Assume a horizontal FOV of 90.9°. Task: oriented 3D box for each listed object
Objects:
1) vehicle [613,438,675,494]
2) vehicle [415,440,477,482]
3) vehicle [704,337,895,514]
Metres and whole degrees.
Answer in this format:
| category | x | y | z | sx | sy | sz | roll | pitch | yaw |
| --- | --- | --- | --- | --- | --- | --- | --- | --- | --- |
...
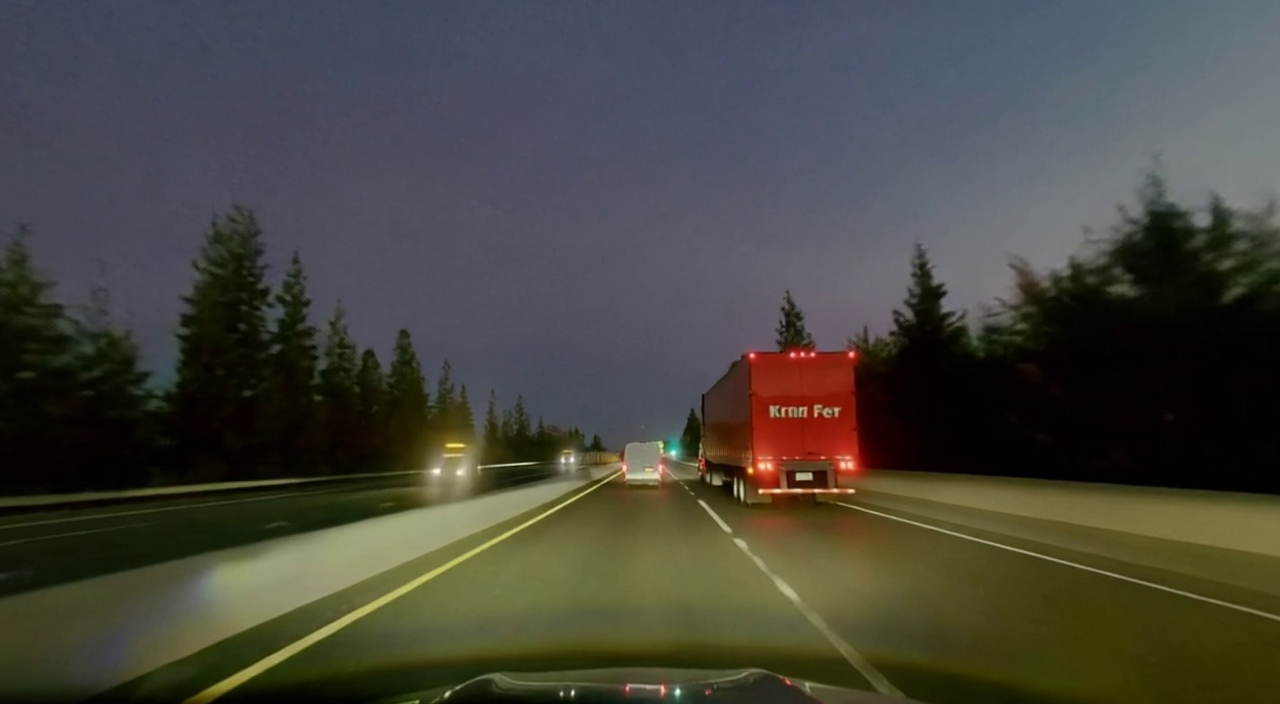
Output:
| category | x | y | z | sx | sy | sz | roll | pitch | yaw |
| --- | --- | --- | --- | --- | --- | --- | --- | --- | --- |
| vehicle | 0.172 | 4.177 | 23.355 | 2.105 | 1.865 | 4.102 | 0 | -9 | 1 |
| vehicle | -12.770 | 7.211 | 41.917 | 2.227 | 2.465 | 5.698 | -2 | -9 | 1 |
| vehicle | 4.193 | 2.616 | 20.532 | 3.030 | 3.985 | 12.707 | 0 | -9 | 1 |
